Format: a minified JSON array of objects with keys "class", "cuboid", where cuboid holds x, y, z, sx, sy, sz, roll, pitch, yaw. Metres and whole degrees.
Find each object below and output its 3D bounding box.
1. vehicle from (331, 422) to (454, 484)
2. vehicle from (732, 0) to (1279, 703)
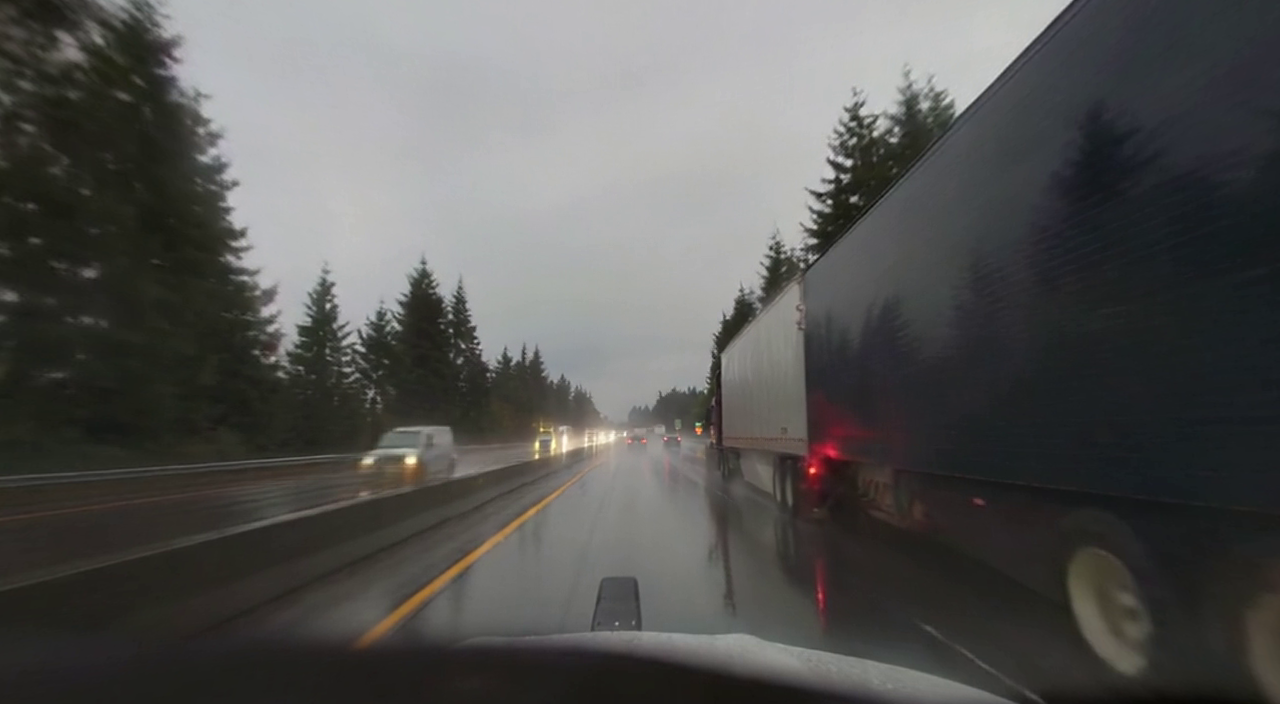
[{"class":"vehicle","cuboid":[-8.010,3.295,20.970,2.199,1.816,4.724,0,-8,-1]},{"class":"vehicle","cuboid":[3.854,0.359,8.019,3.038,3.975,13.887,0,-8,-1]}]
